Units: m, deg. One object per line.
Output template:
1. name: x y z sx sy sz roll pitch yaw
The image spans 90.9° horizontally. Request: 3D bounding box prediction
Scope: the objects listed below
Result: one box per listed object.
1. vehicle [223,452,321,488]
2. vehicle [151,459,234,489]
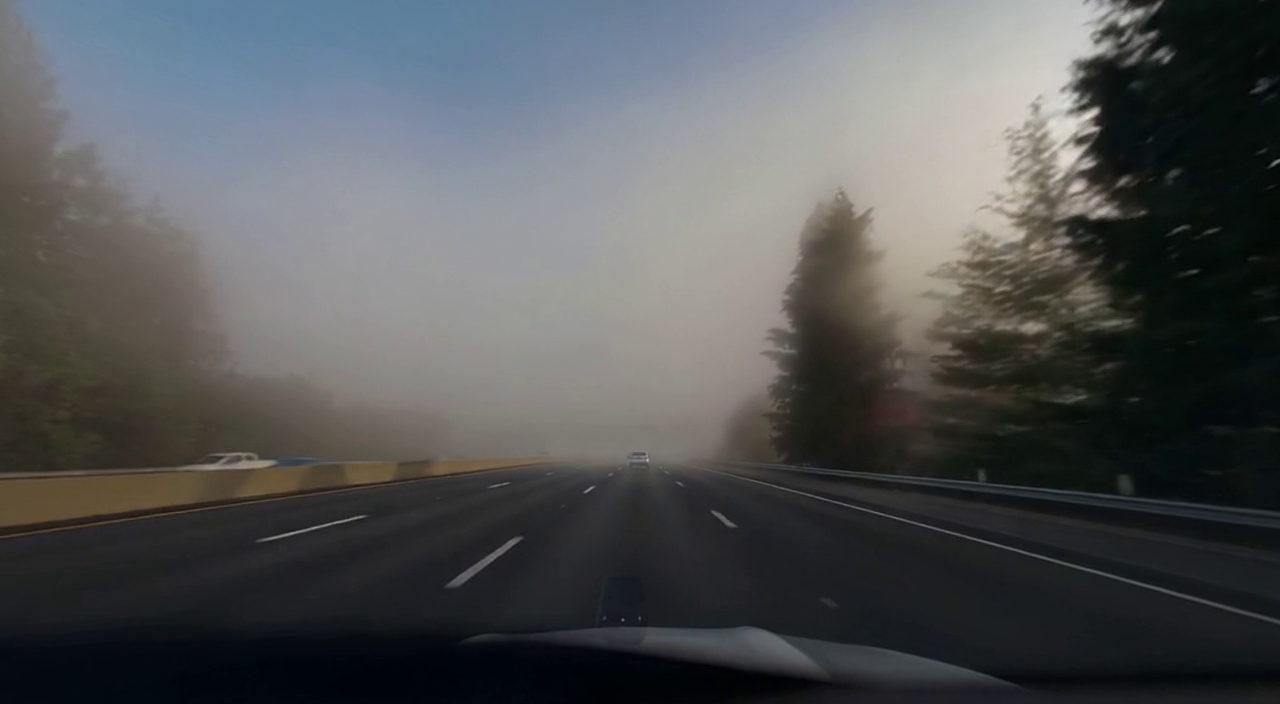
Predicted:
1. vehicle: -15.821 5.073 27.353 1.801 1.433 4.040 0 -9 0
2. vehicle: -23.906 6.514 33.834 1.822 1.424 3.572 0 -9 0
